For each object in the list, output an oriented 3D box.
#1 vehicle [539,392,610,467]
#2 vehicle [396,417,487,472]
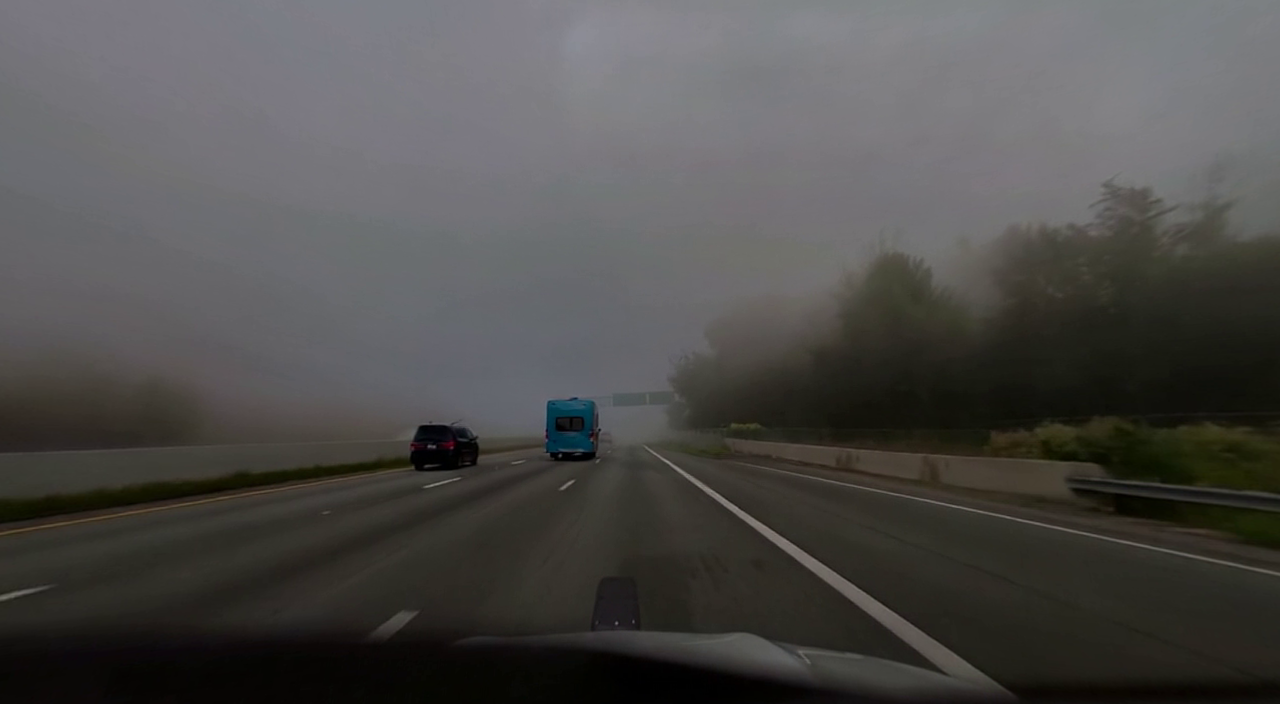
[{"bbox_3d":[-3.034,3.893,31.433,2.676,3.269,7.388,0,-7,1],"label":"vehicle"},{"bbox_3d":[-7.366,3.466,23.871,2.045,1.873,4.202,0,-7,0],"label":"vehicle"}]
